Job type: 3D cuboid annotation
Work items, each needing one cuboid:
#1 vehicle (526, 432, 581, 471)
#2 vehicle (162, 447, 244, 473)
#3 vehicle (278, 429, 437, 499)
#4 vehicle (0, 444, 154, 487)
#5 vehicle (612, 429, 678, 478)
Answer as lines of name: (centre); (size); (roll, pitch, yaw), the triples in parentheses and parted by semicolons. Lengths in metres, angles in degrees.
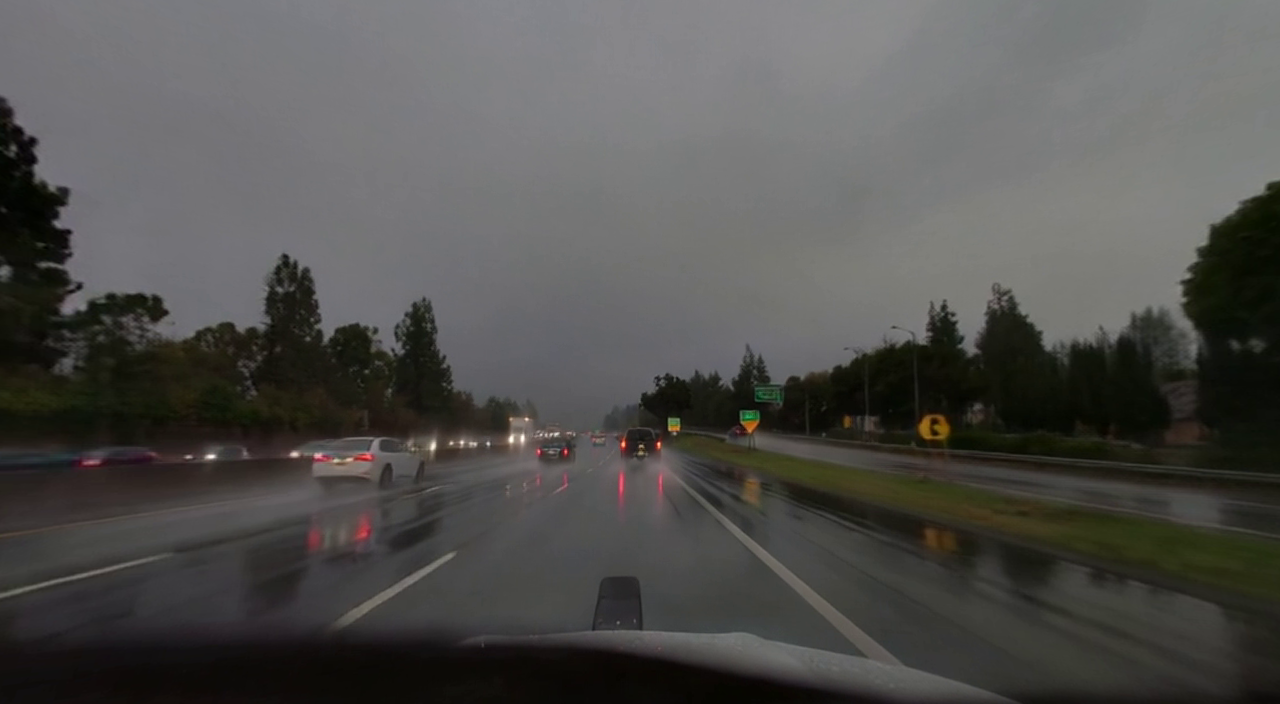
vehicle: (-4.113, 4.817, 30.780); (2.044, 1.717, 4.421); (0, -8, 0)
vehicle: (-25.661, 6.359, 37.324); (1.752, 1.419, 4.340); (0, -8, 0)
vehicle: (-7.507, 3.031, 17.472); (2.195, 1.652, 4.733); (0, -8, 0)
vehicle: (-21.568, 4.325, 24.525); (1.889, 1.475, 4.455); (0, -8, 0)
vehicle: (0.149, 4.003, 25.178); (2.378, 1.750, 4.355); (0, -8, -1)
